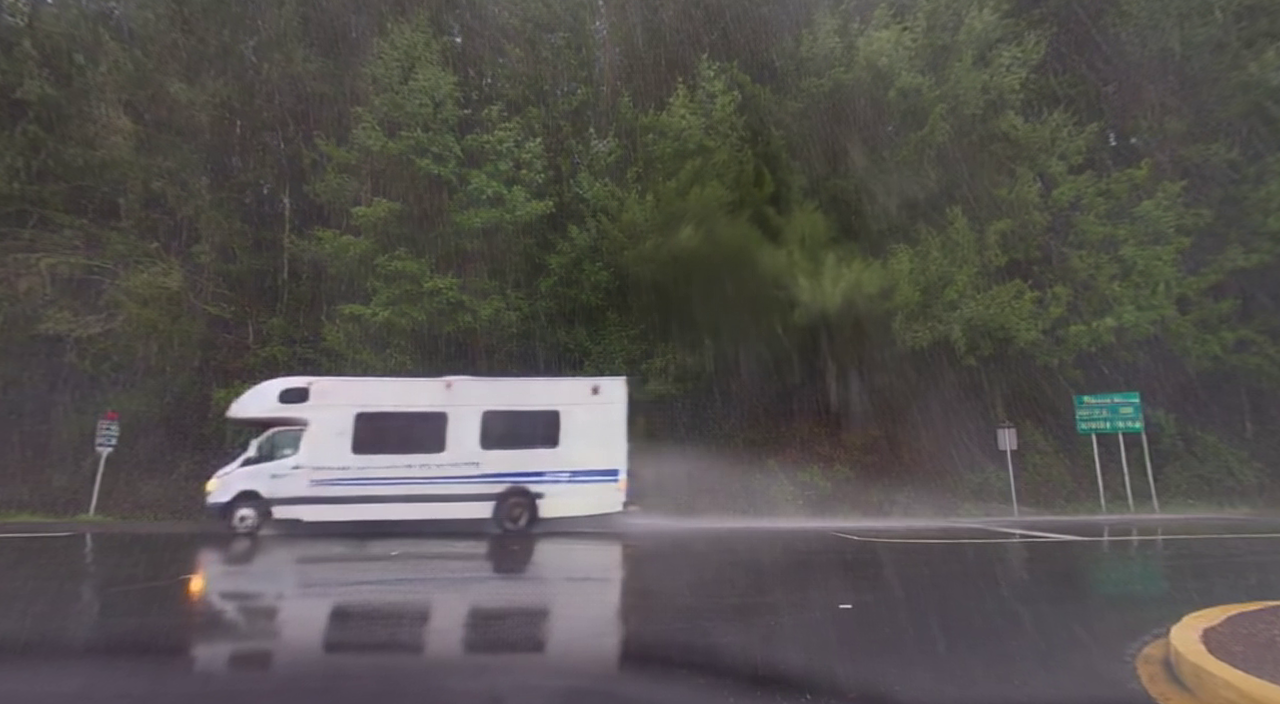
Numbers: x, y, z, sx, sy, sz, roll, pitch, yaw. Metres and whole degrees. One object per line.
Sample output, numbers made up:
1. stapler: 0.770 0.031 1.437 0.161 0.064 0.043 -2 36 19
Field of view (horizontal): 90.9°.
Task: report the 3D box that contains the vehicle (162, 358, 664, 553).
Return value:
1. vehicle: -3.749 1.934 12.038 8.152 3.185 2.776 0 -9 -3
